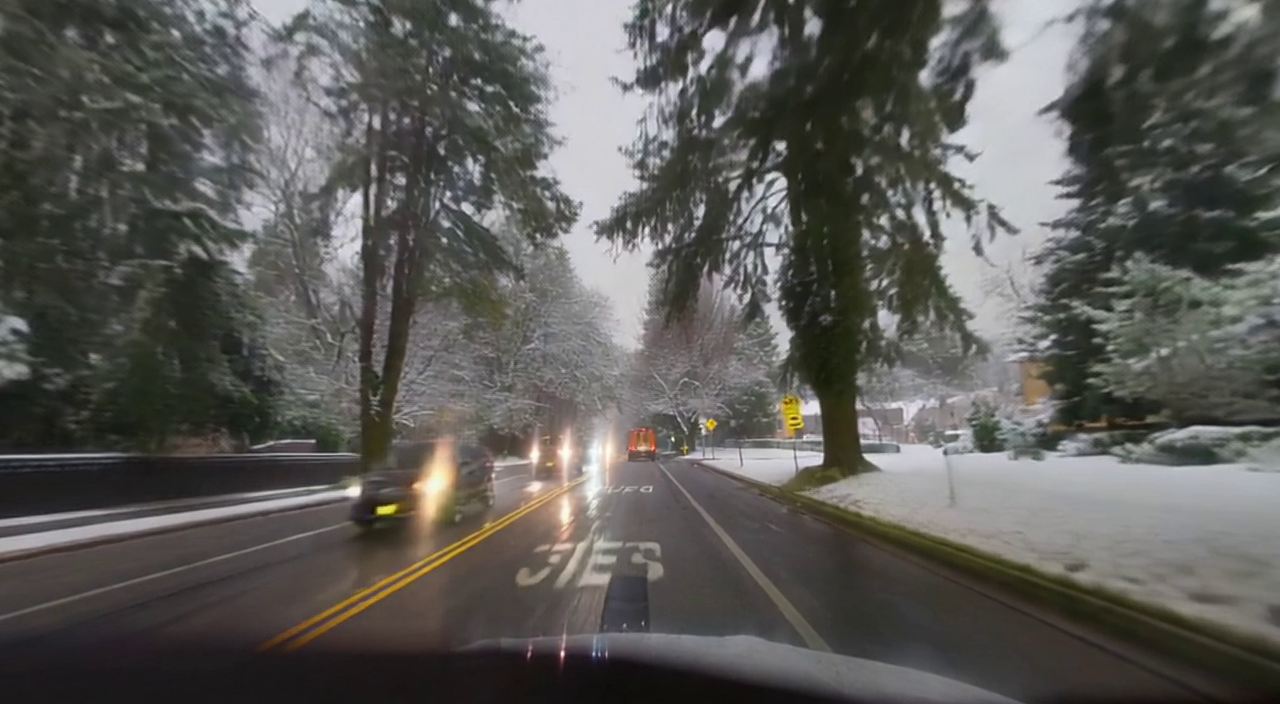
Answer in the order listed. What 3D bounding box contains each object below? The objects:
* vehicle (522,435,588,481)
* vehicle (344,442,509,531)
[{"bbox_3d":[-3.911,4.994,29.959,2.267,1.975,5.112,0,-9,2],"label":"vehicle"},{"bbox_3d":[-4.183,2.673,13.166,1.905,1.510,4.172,-1,-9,1],"label":"vehicle"}]
